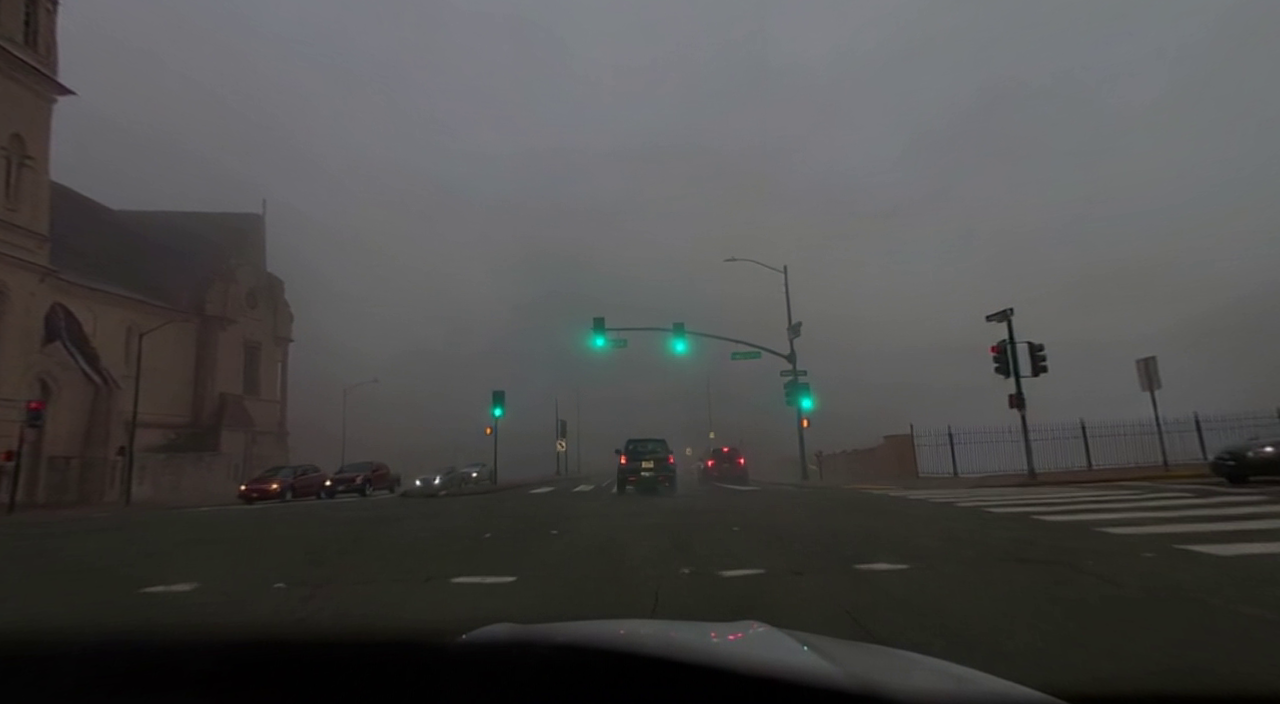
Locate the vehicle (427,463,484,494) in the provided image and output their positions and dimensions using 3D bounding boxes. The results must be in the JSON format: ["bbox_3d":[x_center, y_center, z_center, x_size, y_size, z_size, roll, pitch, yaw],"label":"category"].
[{"bbox_3d":[-11.385,7.786,39.280,2.170,1.746,4.565,0,-10,-1],"label":"vehicle"}]

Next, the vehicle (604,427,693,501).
[{"bbox_3d":[0.169,3.058,17.543,2.168,1.776,4.135,0,-9,-1],"label":"vehicle"}]

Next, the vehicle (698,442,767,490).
[{"bbox_3d":[3.705,4.674,26.038,2.080,1.735,4.650,2,-10,-1],"label":"vehicle"}]

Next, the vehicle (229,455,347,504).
[{"bbox_3d":[-14.945,5.506,27.309,1.969,1.896,5.404,0,-11,0],"label":"vehicle"}]

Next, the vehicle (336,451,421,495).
[{"bbox_3d":[-11.854,5.610,29.029,2.069,1.790,4.358,-1,-12,-1],"label":"vehicle"}]
